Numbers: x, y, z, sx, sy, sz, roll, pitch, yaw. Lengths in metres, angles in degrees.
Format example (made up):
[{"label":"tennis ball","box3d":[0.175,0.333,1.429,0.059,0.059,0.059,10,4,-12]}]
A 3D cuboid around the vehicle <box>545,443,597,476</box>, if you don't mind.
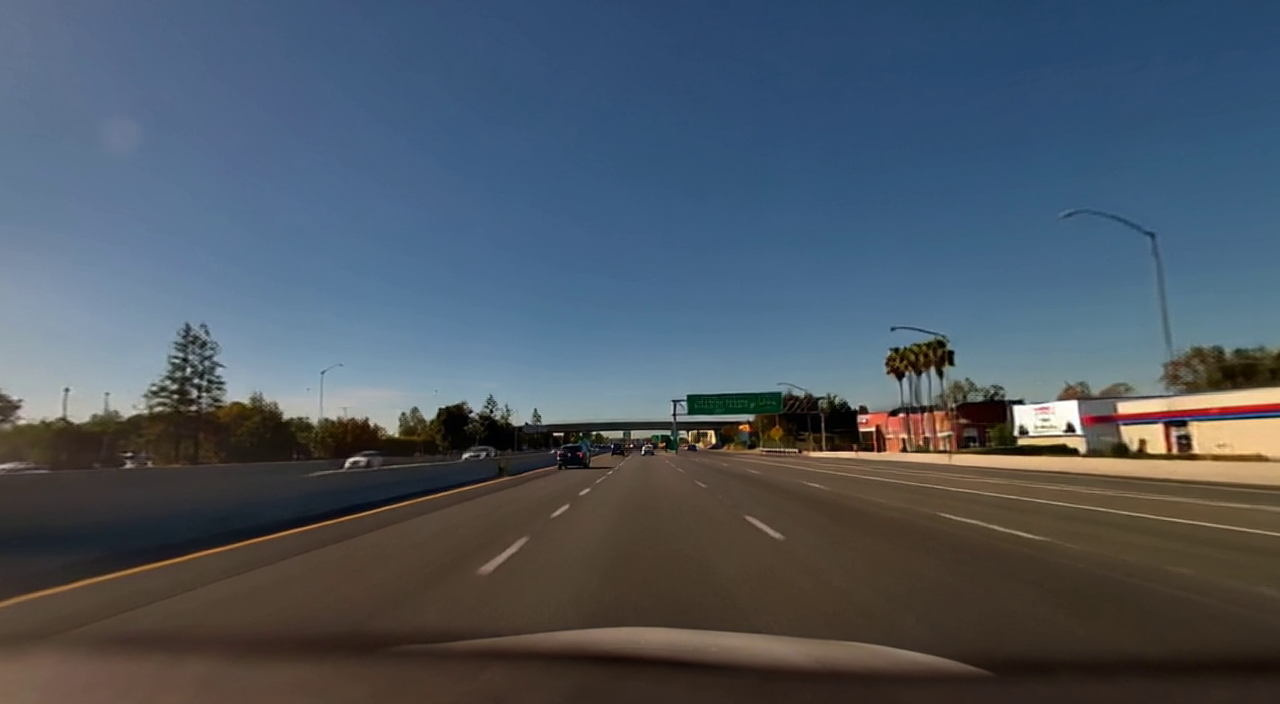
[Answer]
[{"label":"vehicle","box3d":[-3.402,5.394,31.893,2.114,1.510,4.186,-1,-9,1]}]
